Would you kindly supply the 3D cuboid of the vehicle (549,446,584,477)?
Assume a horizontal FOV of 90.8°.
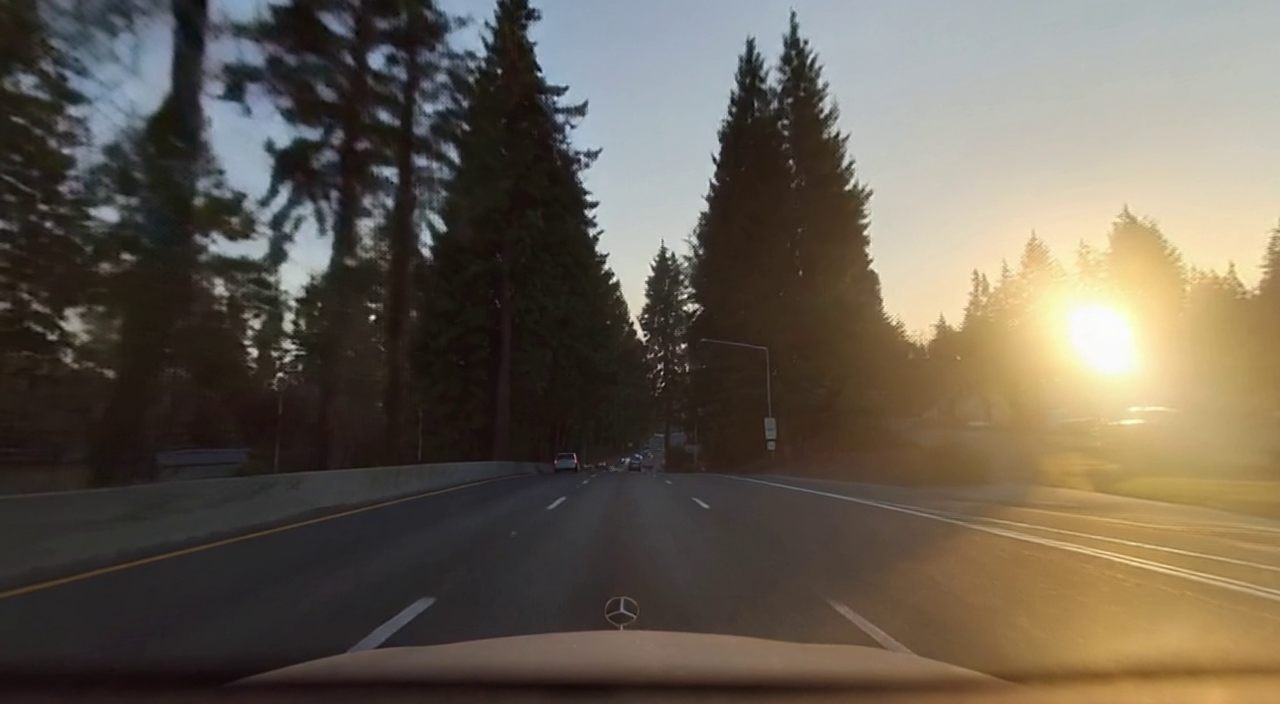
[{"bbox_3d":[-5.667,8.440,49.215,2.323,2.252,4.808,0,-9,-2],"label":"vehicle"}]
